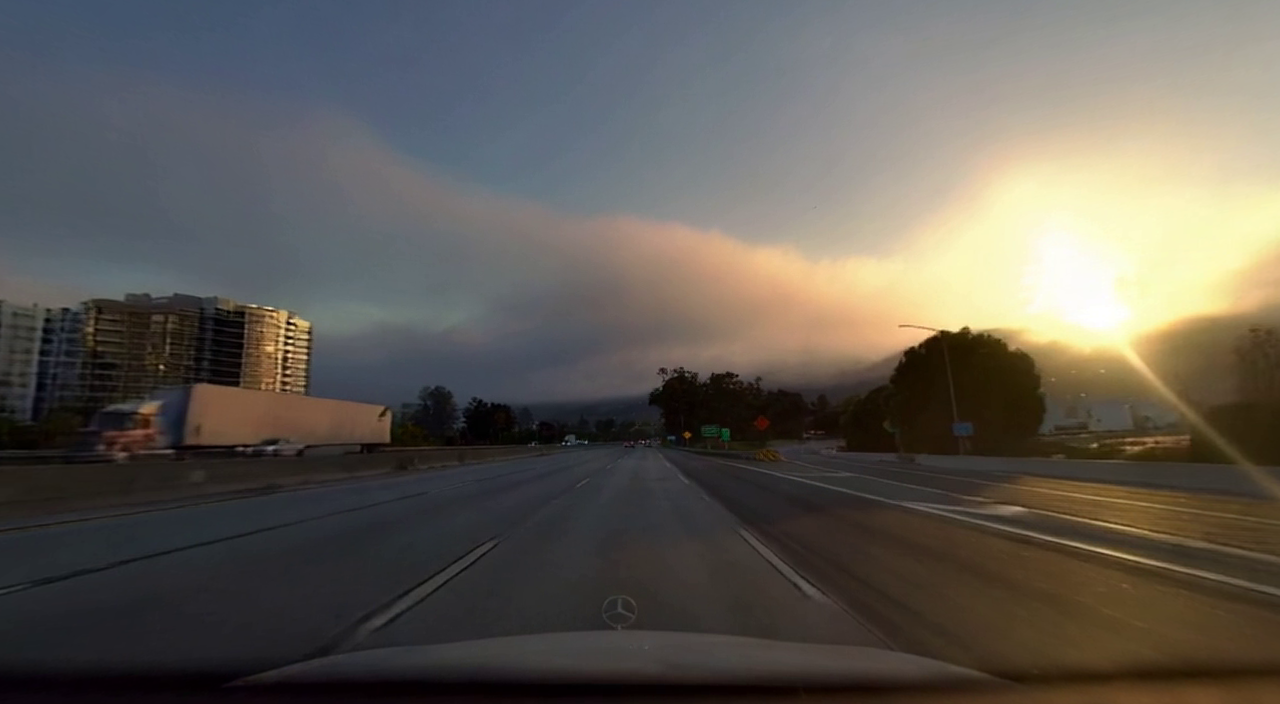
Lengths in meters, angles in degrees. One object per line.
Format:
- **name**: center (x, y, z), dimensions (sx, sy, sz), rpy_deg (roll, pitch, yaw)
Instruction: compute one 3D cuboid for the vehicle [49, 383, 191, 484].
- **vehicle**: center (-19.687, 3.152, 24.181), dimensions (2.714, 3.543, 2.793), rpy_deg (-1, -10, 1)
